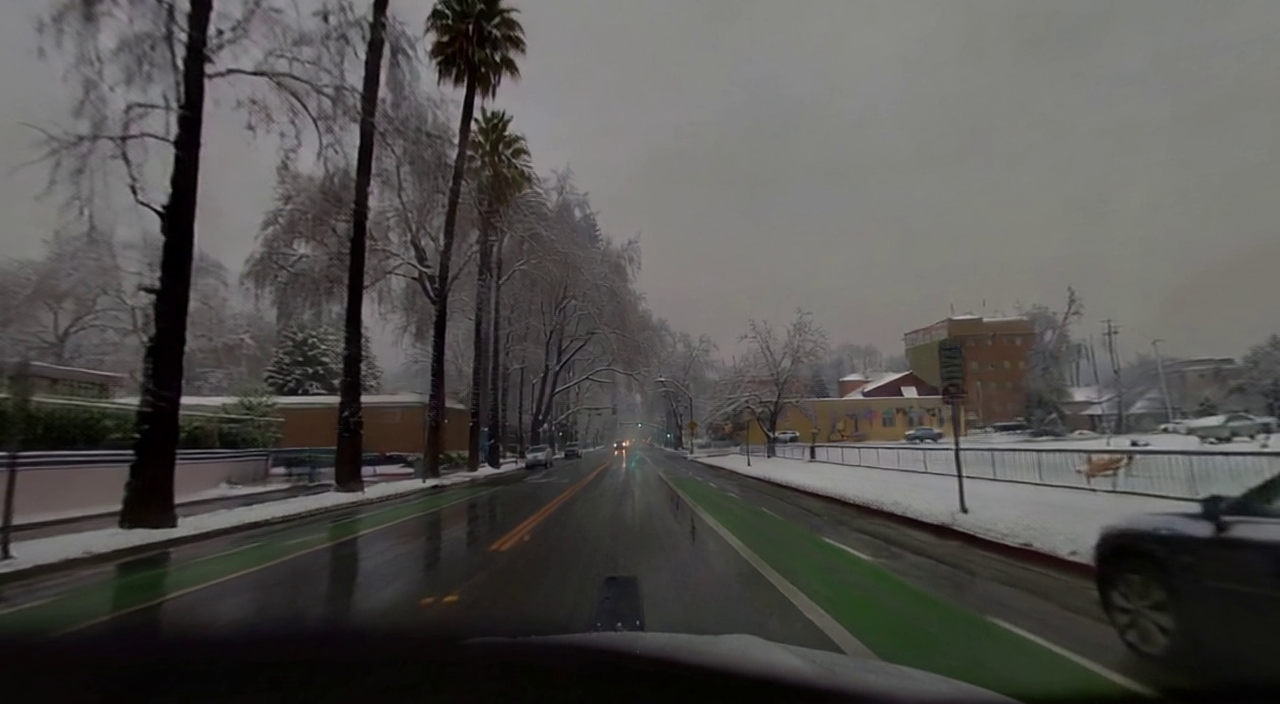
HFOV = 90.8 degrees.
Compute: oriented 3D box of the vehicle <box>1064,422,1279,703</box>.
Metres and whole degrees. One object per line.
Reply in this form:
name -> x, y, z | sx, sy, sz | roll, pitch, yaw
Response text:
vehicle -> 4.496, 1.114, 2.837 | 1.997, 1.640, 4.494 | 0, -9, -1
